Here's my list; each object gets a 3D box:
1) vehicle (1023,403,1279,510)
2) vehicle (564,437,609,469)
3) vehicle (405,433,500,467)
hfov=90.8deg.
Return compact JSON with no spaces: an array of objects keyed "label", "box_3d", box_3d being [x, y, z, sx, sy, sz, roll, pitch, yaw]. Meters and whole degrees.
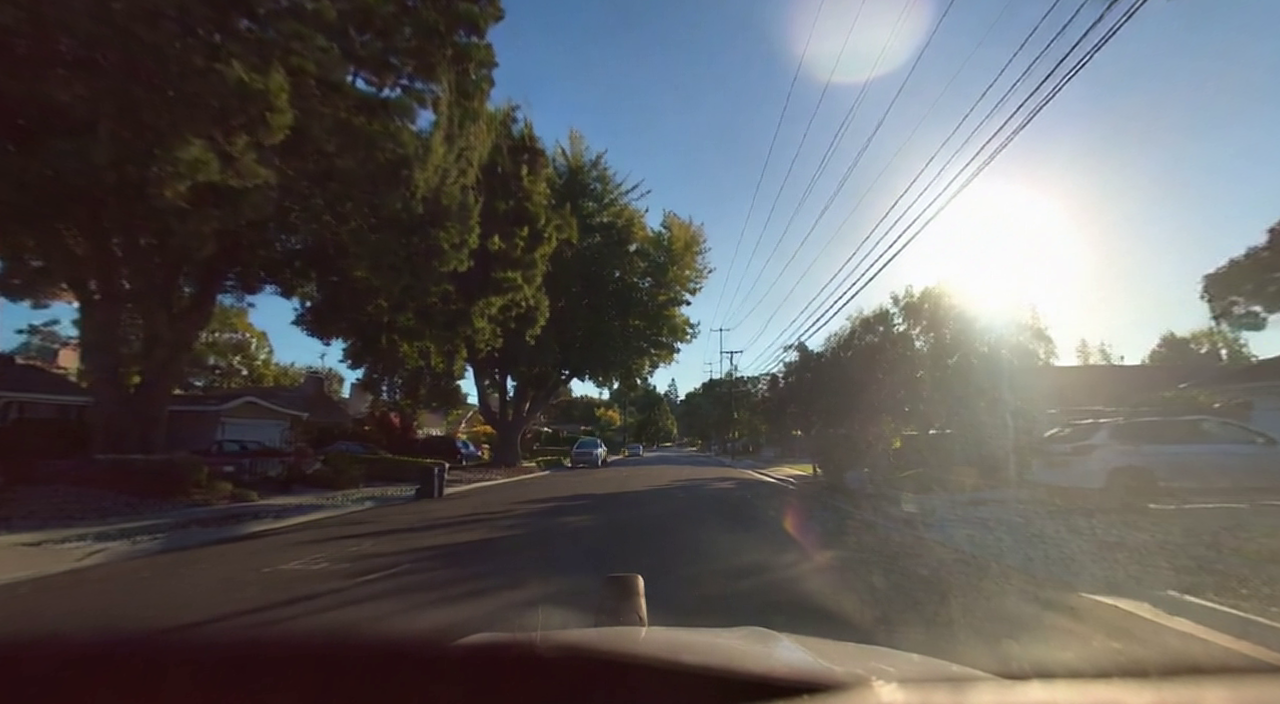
[{"label":"vehicle","box_3d":[11.133,2.017,12.376,5.693,1.886,2.235,0,-8,4]},{"label":"vehicle","box_3d":[-3.920,7.640,47.736,2.739,2.164,6.065,-2,-9,1]},{"label":"vehicle","box_3d":[-11.252,5.921,38.230,5.033,1.997,2.126,0,-8,2]}]
